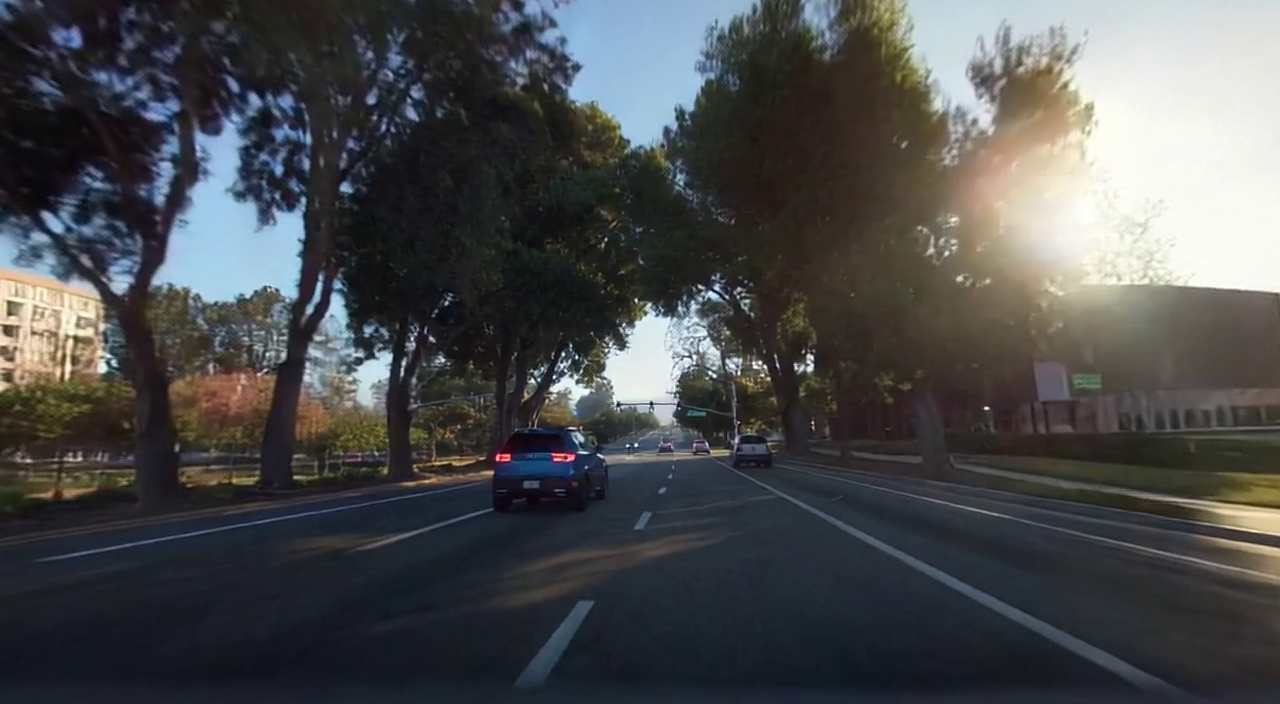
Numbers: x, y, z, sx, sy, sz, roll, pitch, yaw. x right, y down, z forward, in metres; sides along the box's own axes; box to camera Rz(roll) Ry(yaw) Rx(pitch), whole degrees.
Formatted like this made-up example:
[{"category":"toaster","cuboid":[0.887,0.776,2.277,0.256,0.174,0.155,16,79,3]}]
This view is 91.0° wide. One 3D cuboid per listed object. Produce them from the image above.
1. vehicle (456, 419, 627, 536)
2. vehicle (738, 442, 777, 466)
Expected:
[{"category":"vehicle","cuboid":[-1.528,2.209,11.704,2.033,1.713,4.503,-1,-9,6]},{"category":"vehicle","cuboid":[7.490,6.545,40.511,1.983,1.464,4.472,-1,-9,4]}]
